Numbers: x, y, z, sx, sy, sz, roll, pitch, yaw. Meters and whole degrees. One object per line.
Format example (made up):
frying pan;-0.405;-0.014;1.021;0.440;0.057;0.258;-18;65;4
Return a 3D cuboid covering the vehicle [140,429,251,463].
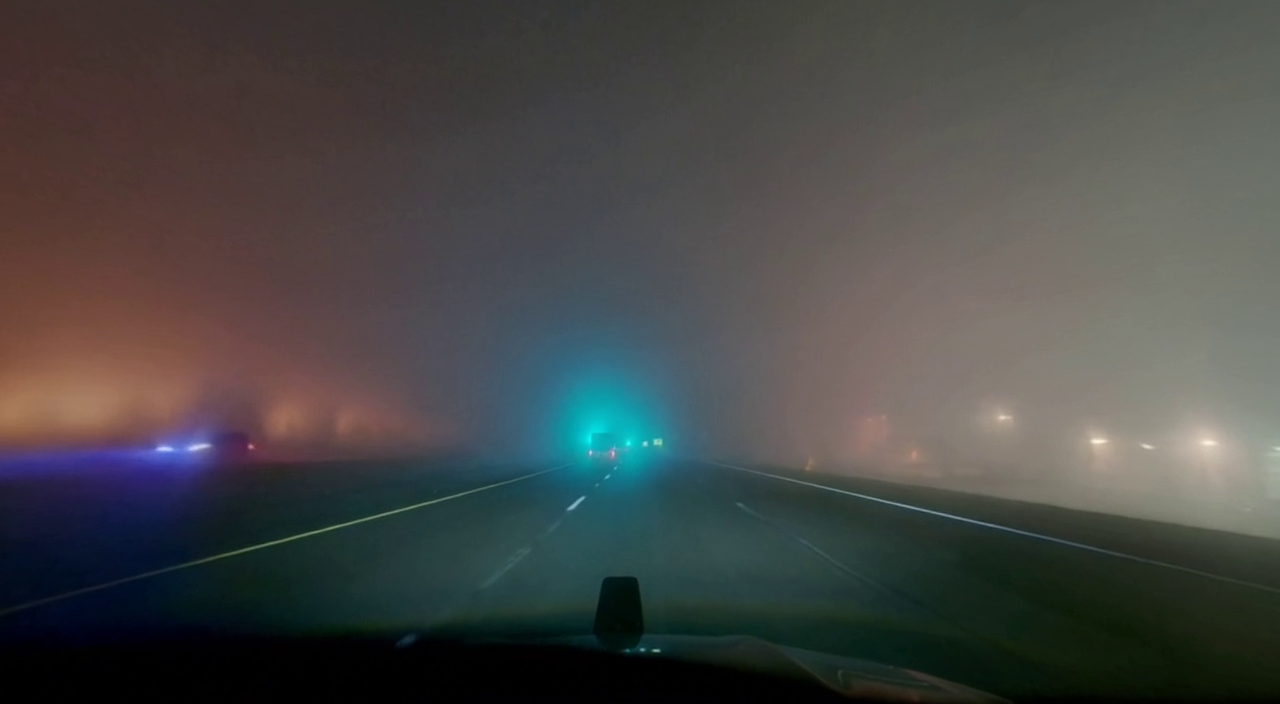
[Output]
vehicle;-28.215;6.047;40.345;2.418;1.957;6.239;0;-9;2
